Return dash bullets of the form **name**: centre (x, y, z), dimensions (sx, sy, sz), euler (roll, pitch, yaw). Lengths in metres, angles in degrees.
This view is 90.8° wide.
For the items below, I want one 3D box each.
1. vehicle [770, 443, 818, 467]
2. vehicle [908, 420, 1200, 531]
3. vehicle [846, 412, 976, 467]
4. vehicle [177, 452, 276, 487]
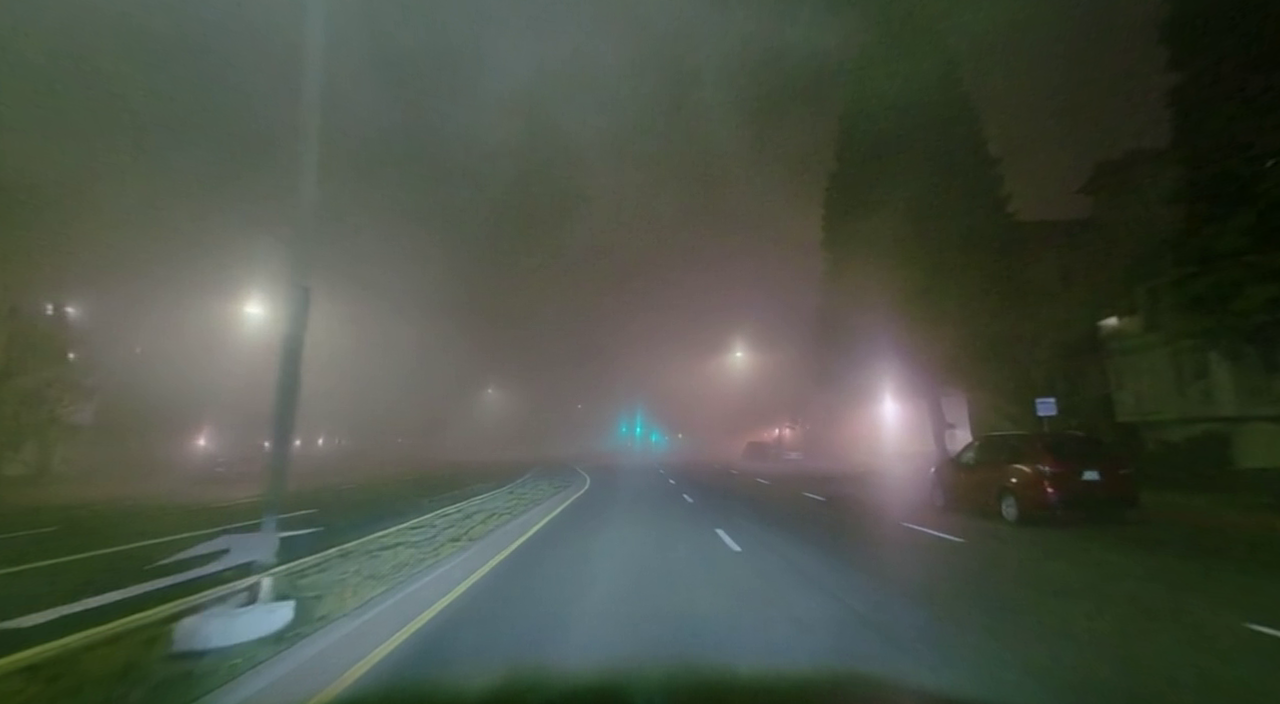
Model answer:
- **vehicle**: centre (10.353, 6.942, 42.765), dimensions (1.931, 1.565, 4.043), euler (1, -8, -4)
- **vehicle**: centre (7.214, 2.199, 11.851), dimensions (2.053, 1.628, 4.717), euler (1, -8, -4)
- **vehicle**: centre (17.154, 5.597, 40.324), dimensions (6.927, 3.298, 2.751), euler (0, -8, 0)
- **vehicle**: centre (-20.605, 5.827, 31.724), dimensions (1.945, 1.469, 4.539), euler (-1, -8, -1)
